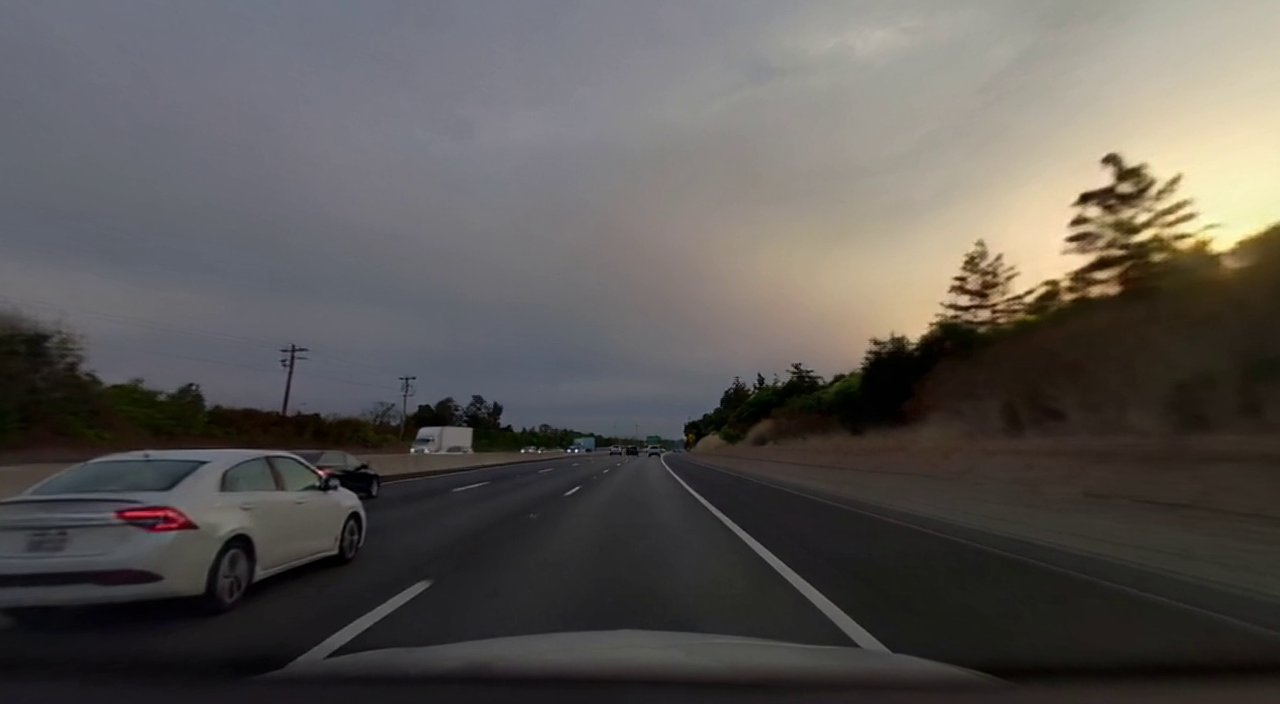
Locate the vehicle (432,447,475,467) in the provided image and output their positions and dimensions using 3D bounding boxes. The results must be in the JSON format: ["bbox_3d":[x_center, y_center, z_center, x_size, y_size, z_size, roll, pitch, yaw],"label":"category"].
[{"bbox_3d":[-14.653,8.291,49.875,1.920,1.485,4.442,0,-9,2],"label":"vehicle"}]

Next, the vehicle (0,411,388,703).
[{"bbox_3d":[-3.721,1.332,5.023,1.991,1.507,3.391,0,-9,0],"label":"vehicle"}]
